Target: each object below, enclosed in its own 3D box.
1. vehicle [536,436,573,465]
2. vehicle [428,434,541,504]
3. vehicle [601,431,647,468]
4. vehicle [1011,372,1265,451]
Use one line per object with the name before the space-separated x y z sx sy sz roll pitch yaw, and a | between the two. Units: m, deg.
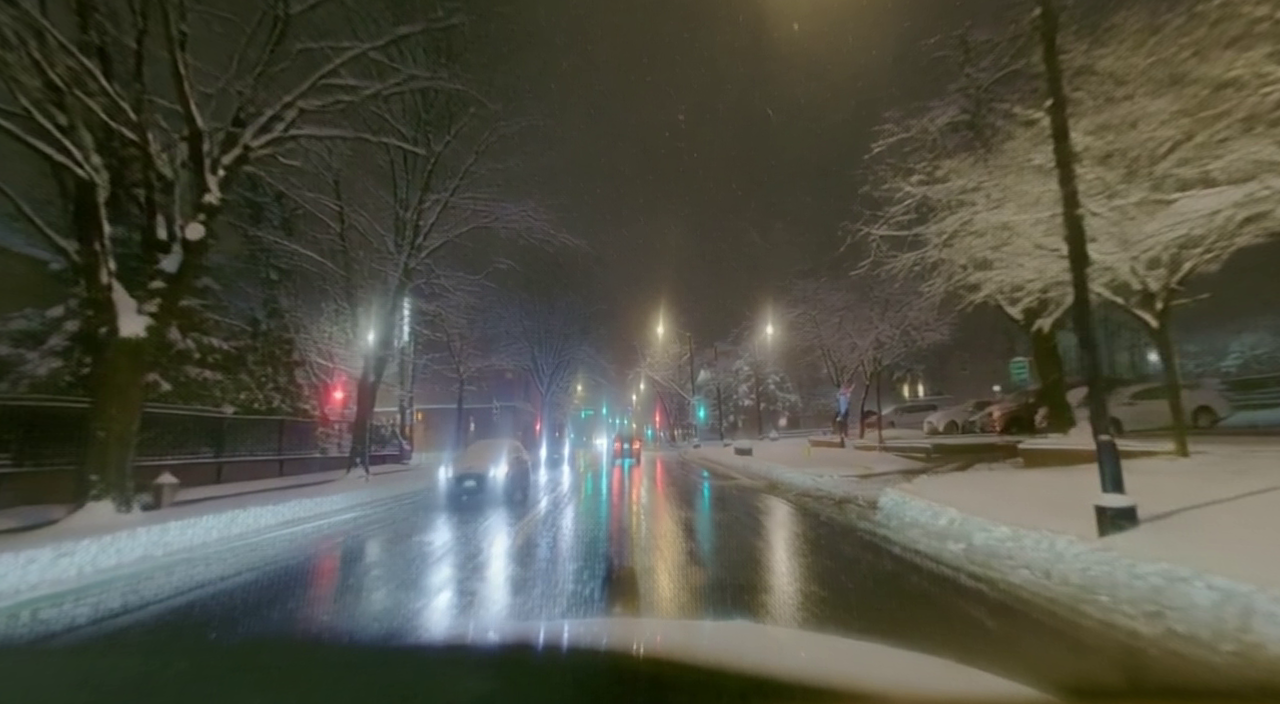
vehicle | -5.118 5.896 37.710 2.057 1.613 4.062 0 -8 -7
vehicle | -3.710 2.844 15.704 1.973 1.512 3.524 0 -8 -1
vehicle | -0.771 4.894 31.769 2.142 1.686 3.816 -1 -8 0
vehicle | 11.956 1.492 15.435 4.349 1.462 1.982 -5 -7 6
